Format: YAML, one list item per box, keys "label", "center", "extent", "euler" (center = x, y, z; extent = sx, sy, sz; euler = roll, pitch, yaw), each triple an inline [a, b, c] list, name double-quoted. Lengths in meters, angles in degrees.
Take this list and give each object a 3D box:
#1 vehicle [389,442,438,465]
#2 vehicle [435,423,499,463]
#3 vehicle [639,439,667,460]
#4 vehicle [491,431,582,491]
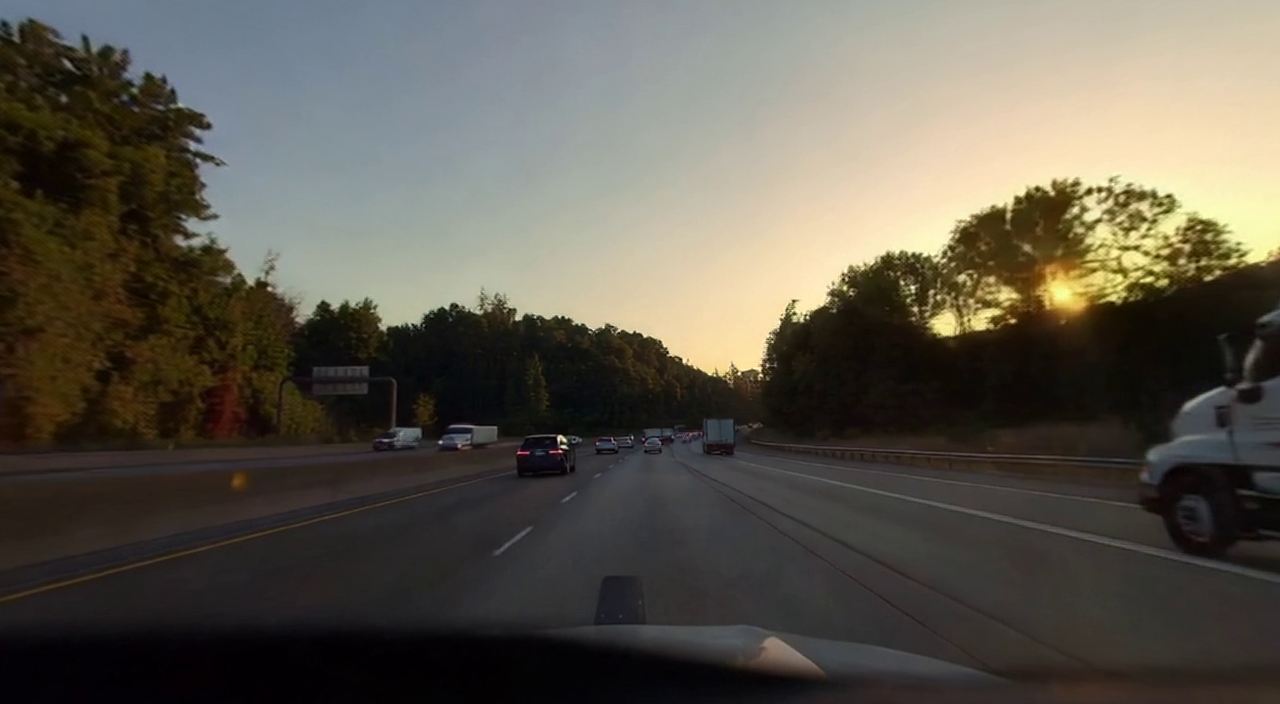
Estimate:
- label: "vehicle"
  center: [-15.415, 6.919, 43.064]
  extent: [1.806, 1.435, 3.662]
  euler: [0, -8, 2]
- label: "vehicle"
  center: [-11.370, 6.044, 42.082]
  extent: [2.357, 2.442, 6.242]
  euler: [0, -8, 2]
- label: "vehicle"
  center: [0.941, 7.119, 46.426]
  extent: [2.004, 1.465, 3.842]
  euler: [0, -8, 0]
- label: "vehicle"
  center: [-2.995, 3.231, 19.165]
  extent: [2.137, 1.618, 4.209]
  euler: [0, -8, -1]
